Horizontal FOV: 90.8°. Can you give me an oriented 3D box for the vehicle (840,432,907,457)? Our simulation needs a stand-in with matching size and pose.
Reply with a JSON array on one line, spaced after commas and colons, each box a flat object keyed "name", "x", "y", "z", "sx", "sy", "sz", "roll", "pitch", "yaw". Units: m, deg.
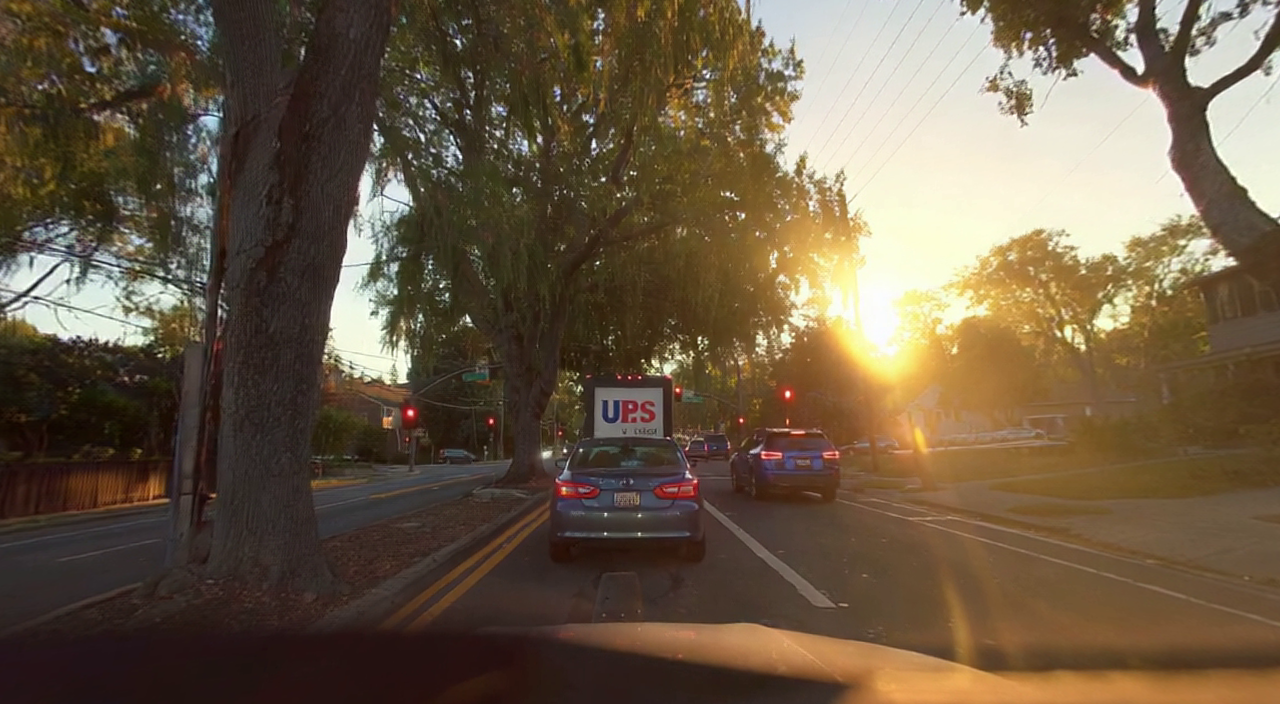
[{"name": "vehicle", "x": 16.704, "y": 6.627, "z": 45.252, "sx": 4.033, "sy": 1.778, "sz": 2.015, "roll": 2, "pitch": -9, "yaw": -15}]

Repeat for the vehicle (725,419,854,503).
[{"name": "vehicle", "x": 3.625, "y": 2.747, "z": 16.311, "sx": 2.145, "sy": 1.847, "sz": 4.524, "roll": 0, "pitch": -8, "yaw": -1}]

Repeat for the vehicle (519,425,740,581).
[{"name": "vehicle", "x": -0.149, "y": 1.775, "z": 8.291, "sx": 2.135, "sy": 1.483, "sz": 4.207, "roll": 0, "pitch": -8, "yaw": -1}]
